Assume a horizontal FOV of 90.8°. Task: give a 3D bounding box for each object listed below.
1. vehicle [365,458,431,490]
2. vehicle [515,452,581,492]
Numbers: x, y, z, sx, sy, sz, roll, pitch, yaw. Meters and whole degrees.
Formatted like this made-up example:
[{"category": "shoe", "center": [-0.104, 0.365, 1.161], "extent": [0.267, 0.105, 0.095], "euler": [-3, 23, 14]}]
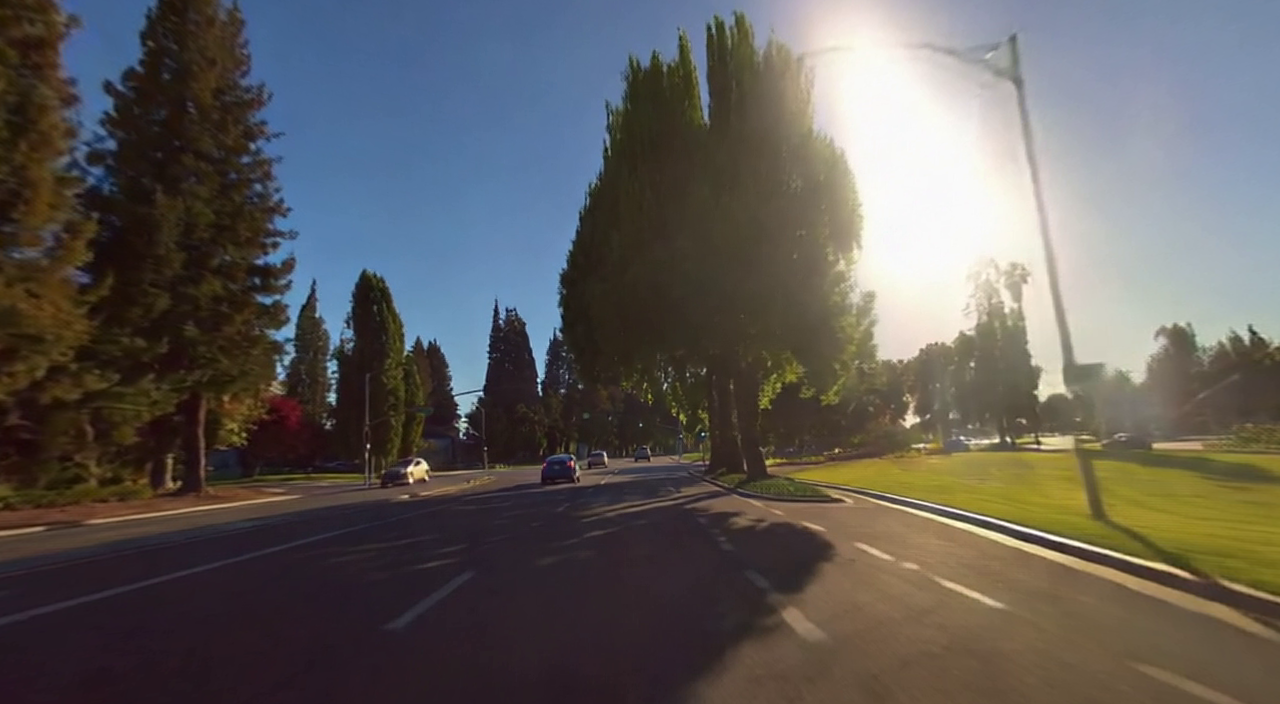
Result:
[{"category": "vehicle", "center": [-14.585, 7.354, 38.445], "extent": [2.070, 1.782, 4.735], "euler": [-1, -9, 1]}, {"category": "vehicle", "center": [-3.577, 4.717, 25.218], "extent": [1.932, 1.431, 4.144], "euler": [-1, -9, 1]}]
